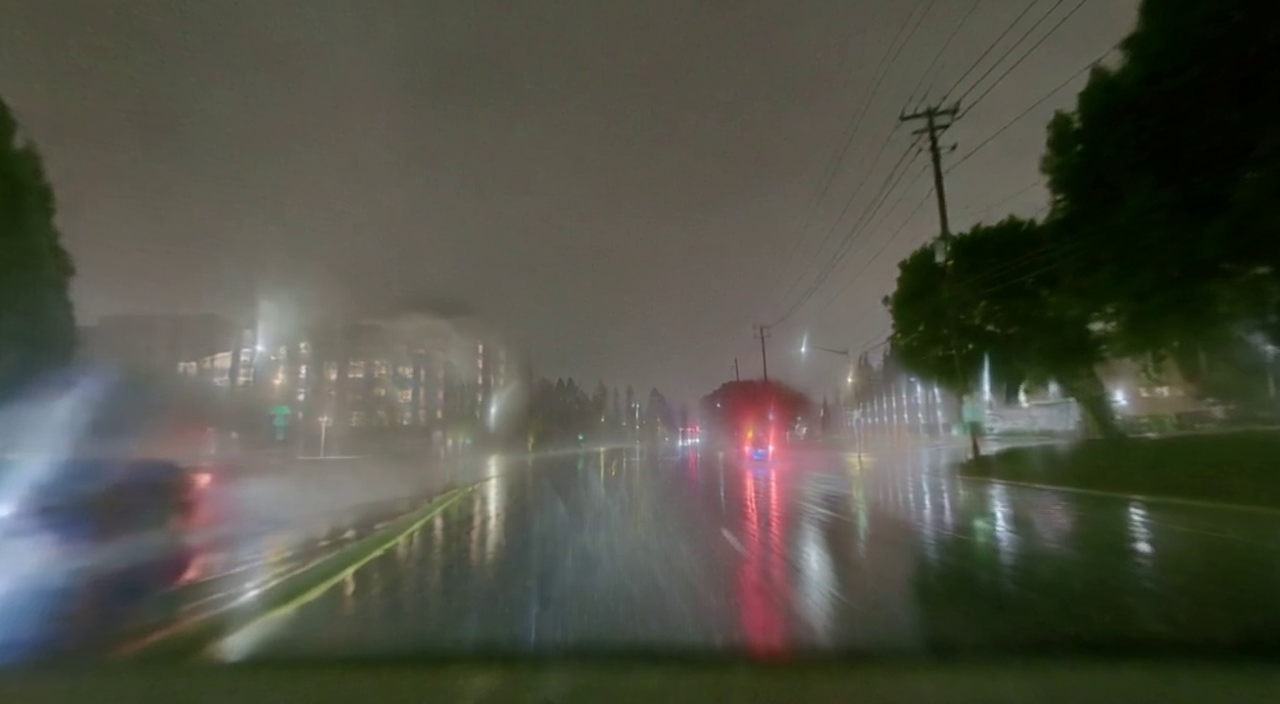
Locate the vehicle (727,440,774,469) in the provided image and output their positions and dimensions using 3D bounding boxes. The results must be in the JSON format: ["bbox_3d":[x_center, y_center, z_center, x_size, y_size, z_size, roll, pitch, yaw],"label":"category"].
[{"bbox_3d":[5.993,5.597,34.567,1.908,1.476,3.880,0,-9,0],"label":"vehicle"}]

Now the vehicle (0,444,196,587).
[{"bbox_3d":[-9.345,2.309,9.340,2.041,1.829,4.797,0,-9,-1],"label":"vehicle"}]
